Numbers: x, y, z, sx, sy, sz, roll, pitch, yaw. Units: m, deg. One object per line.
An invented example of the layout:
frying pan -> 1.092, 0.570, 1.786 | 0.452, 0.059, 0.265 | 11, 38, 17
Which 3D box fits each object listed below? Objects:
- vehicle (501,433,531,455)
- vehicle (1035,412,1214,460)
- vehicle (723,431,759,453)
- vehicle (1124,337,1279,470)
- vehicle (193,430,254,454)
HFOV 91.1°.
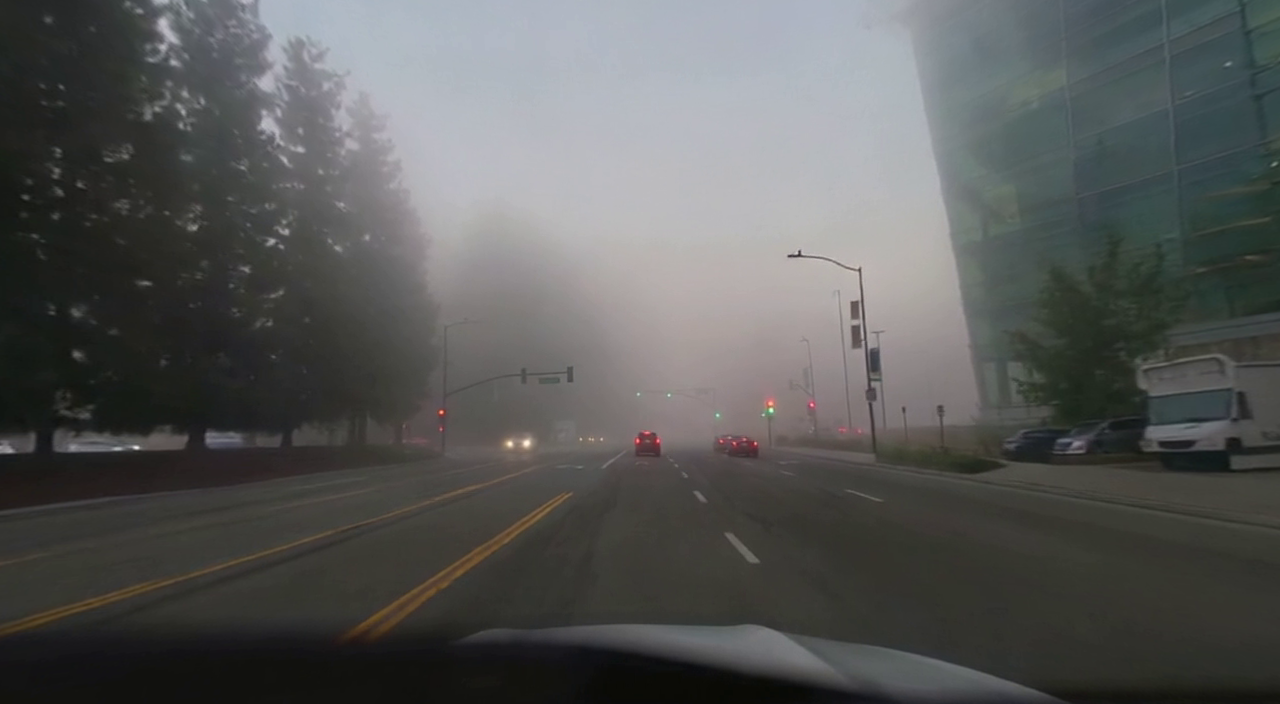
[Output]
vehicle -> -9.761, 7.225, 49.304 | 2.016, 1.677, 4.147 | 2, -9, -15
vehicle -> 18.262, 3.203, 23.899 | 4.927, 1.679, 2.198 | -1, -7, 2
vehicle -> 7.215, 6.524, 45.359 | 1.896, 1.463, 4.296 | 0, -8, 0
vehicle -> 18.933, 1.468, 17.858 | 7.796, 3.467, 2.793 | -1, -7, 0
vehicle -> -31.644, 6.918, 47.818 | 1.871, 1.703, 4.093 | -1, -9, -1
